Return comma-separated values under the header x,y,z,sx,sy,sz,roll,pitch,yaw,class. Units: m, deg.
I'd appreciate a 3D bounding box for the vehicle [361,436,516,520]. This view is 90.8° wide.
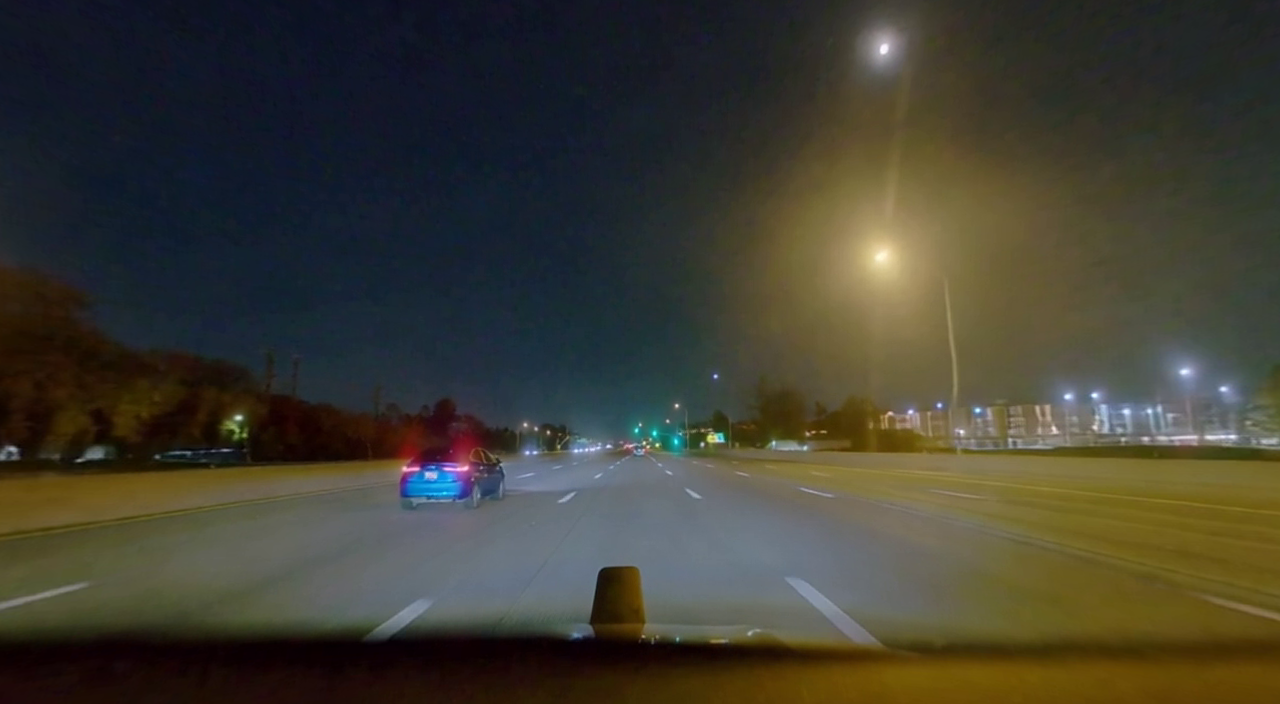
x,y,z,sx,sy,sz,roll,pitch,yaw,class
-4.101,2.636,13.757,1.900,1.492,4.495,-1,-9,0,vehicle

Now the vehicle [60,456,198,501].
x,y,z,sx,sy,sz,roll,pitch,yaw,class
-21.230,5.225,26.552,1.858,1.615,4.735,-1,-9,0,vehicle
